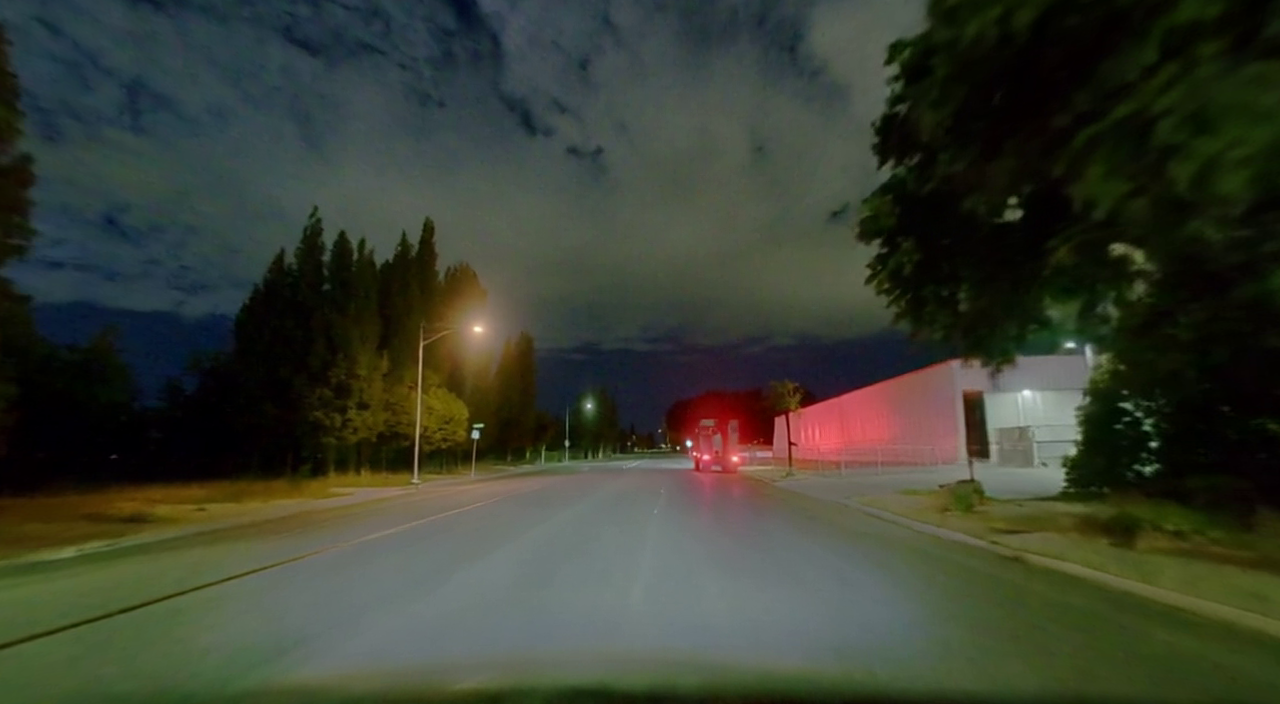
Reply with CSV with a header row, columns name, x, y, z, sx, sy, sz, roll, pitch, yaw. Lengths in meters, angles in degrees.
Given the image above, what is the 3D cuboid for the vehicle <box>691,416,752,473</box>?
name,x,y,z,sx,sy,sz,roll,pitch,yaw
vehicle,4.953,5.797,39.627,3.019,3.303,6.252,0,-8,0
